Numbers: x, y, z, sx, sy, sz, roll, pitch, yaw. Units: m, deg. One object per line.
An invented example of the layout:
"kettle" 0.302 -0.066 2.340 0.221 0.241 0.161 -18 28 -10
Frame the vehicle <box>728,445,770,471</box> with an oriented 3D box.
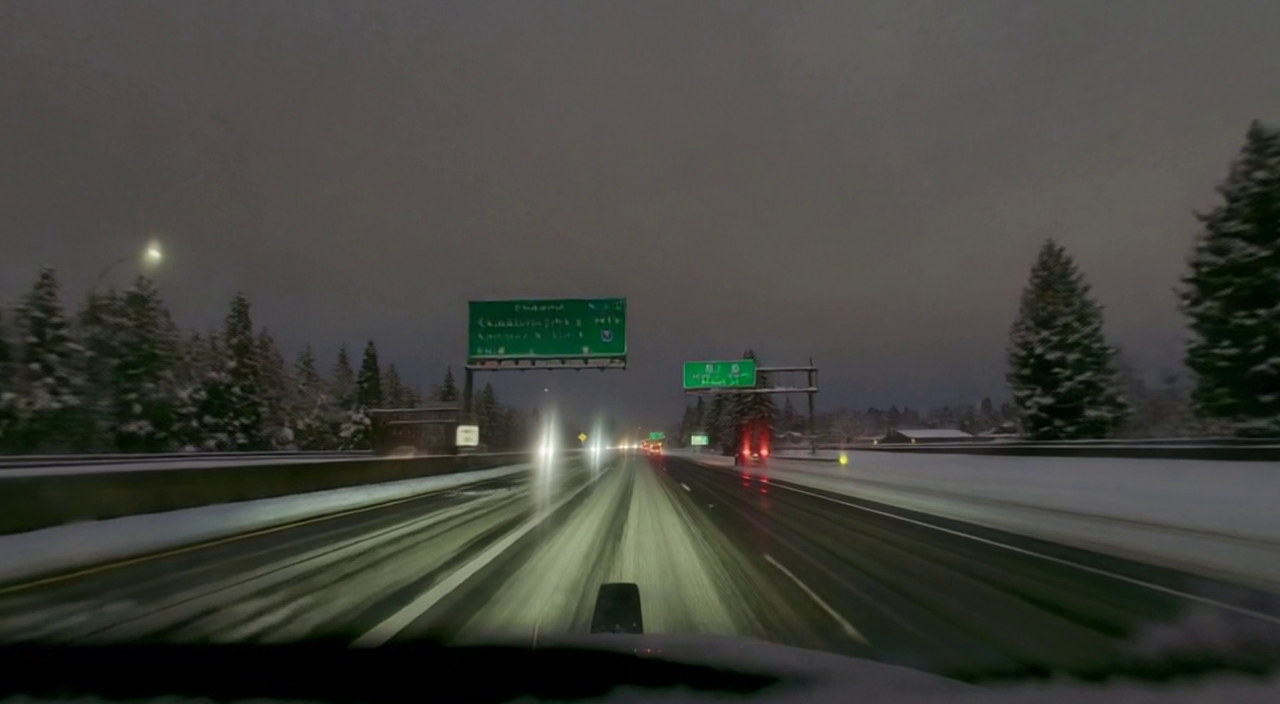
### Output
"vehicle" 7.165 7.014 42.113 1.958 1.498 4.447 0 -7 -1
